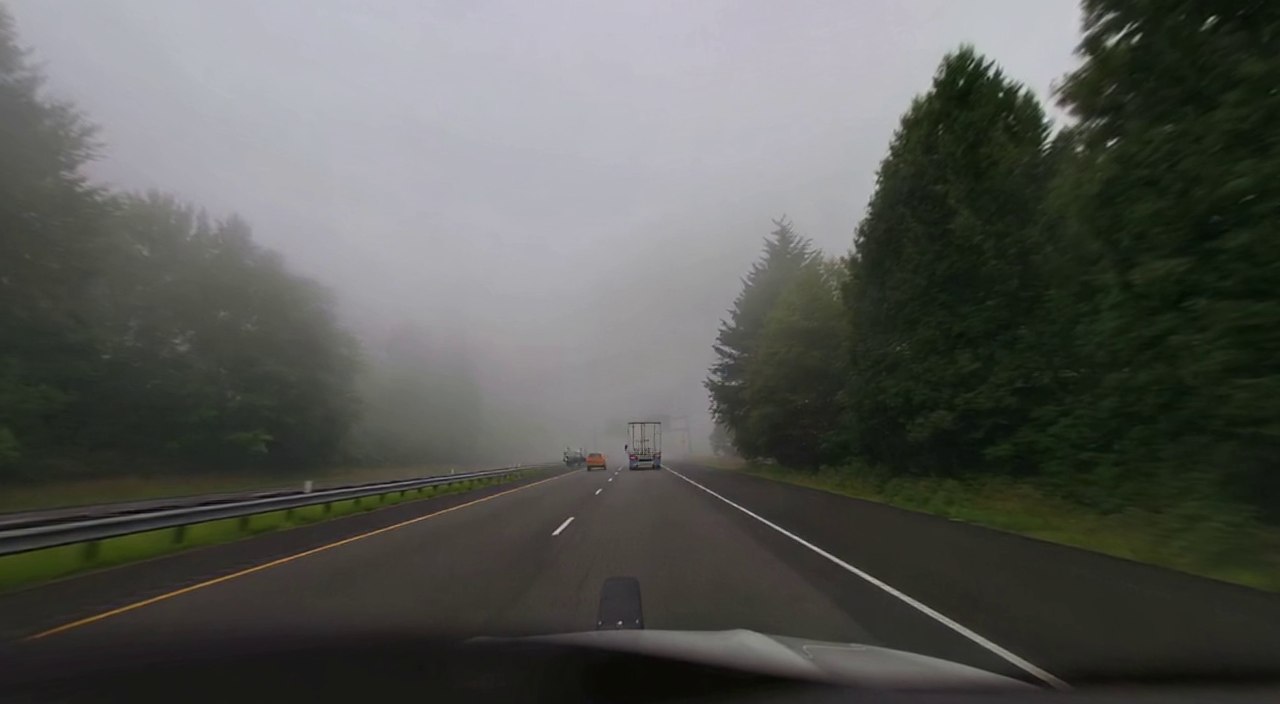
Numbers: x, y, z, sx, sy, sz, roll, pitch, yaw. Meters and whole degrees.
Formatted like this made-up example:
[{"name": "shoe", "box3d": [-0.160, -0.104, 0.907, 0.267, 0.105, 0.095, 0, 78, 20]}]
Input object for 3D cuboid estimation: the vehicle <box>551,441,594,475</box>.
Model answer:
[{"name": "vehicle", "box3d": [-4.158, 6.631, 39.699, 2.168, 1.980, 4.622, 0, -9, 0]}]
